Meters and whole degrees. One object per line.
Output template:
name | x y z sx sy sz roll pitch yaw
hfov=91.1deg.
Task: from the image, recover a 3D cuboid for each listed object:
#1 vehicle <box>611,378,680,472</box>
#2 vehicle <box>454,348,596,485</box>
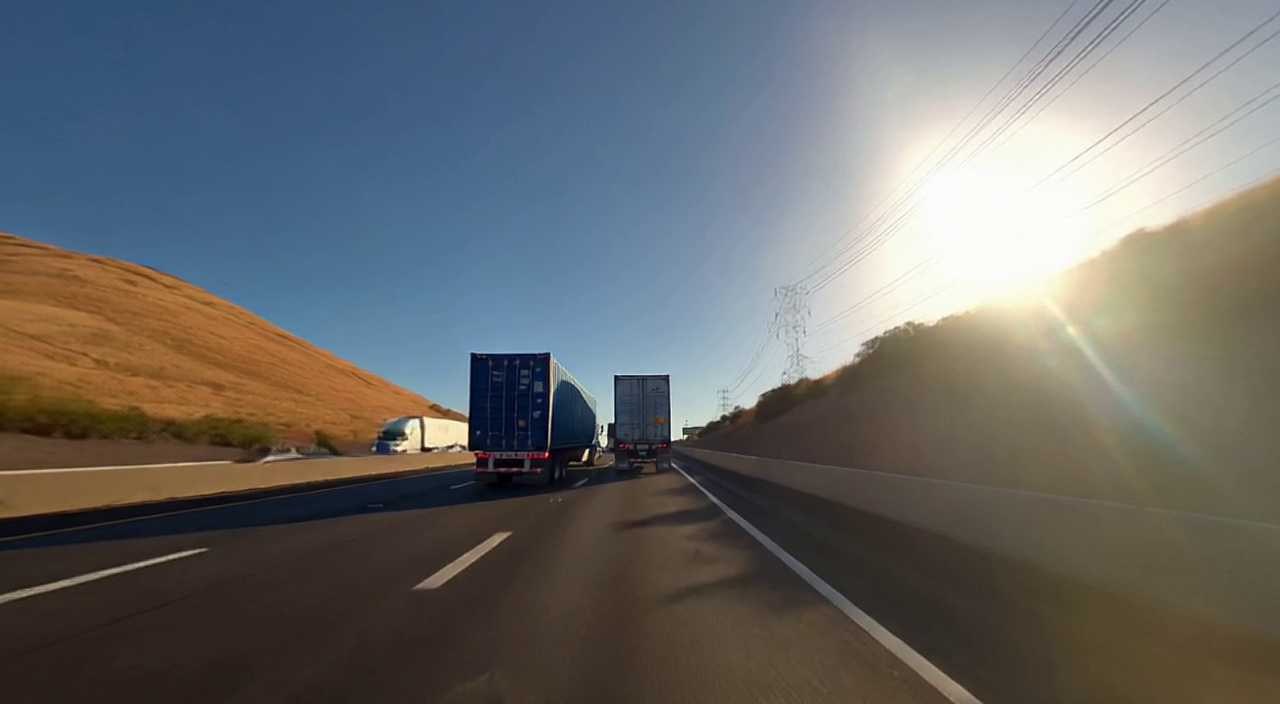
vehicle | 0.131 4.006 33.339 3.006 4.120 11.586 0 -8 -1
vehicle | -3.913 2.882 25.694 3.065 4.105 13.706 0 -8 1
